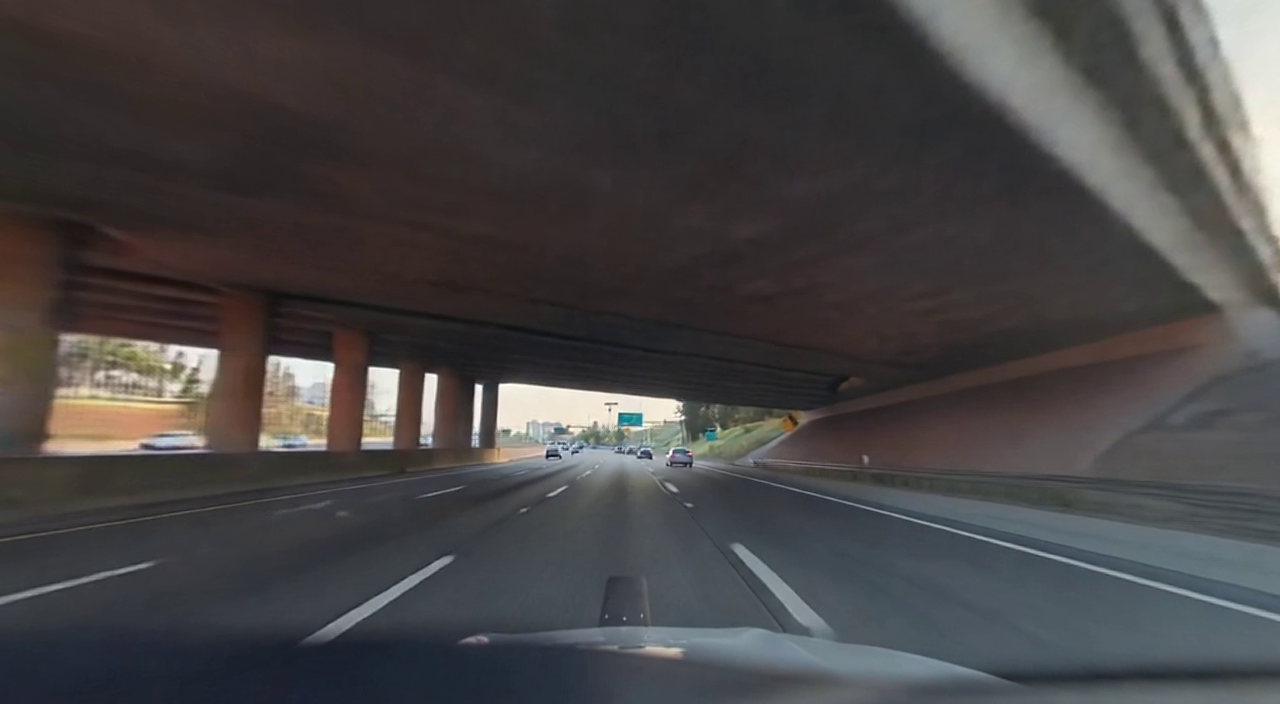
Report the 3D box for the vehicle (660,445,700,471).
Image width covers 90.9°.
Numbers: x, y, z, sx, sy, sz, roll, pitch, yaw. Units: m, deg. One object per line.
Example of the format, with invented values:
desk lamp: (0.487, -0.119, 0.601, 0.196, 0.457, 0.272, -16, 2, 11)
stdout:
vehicle: (2.426, 6.597, 39.615, 2.059, 1.509, 4.670, 0, -8, -2)
